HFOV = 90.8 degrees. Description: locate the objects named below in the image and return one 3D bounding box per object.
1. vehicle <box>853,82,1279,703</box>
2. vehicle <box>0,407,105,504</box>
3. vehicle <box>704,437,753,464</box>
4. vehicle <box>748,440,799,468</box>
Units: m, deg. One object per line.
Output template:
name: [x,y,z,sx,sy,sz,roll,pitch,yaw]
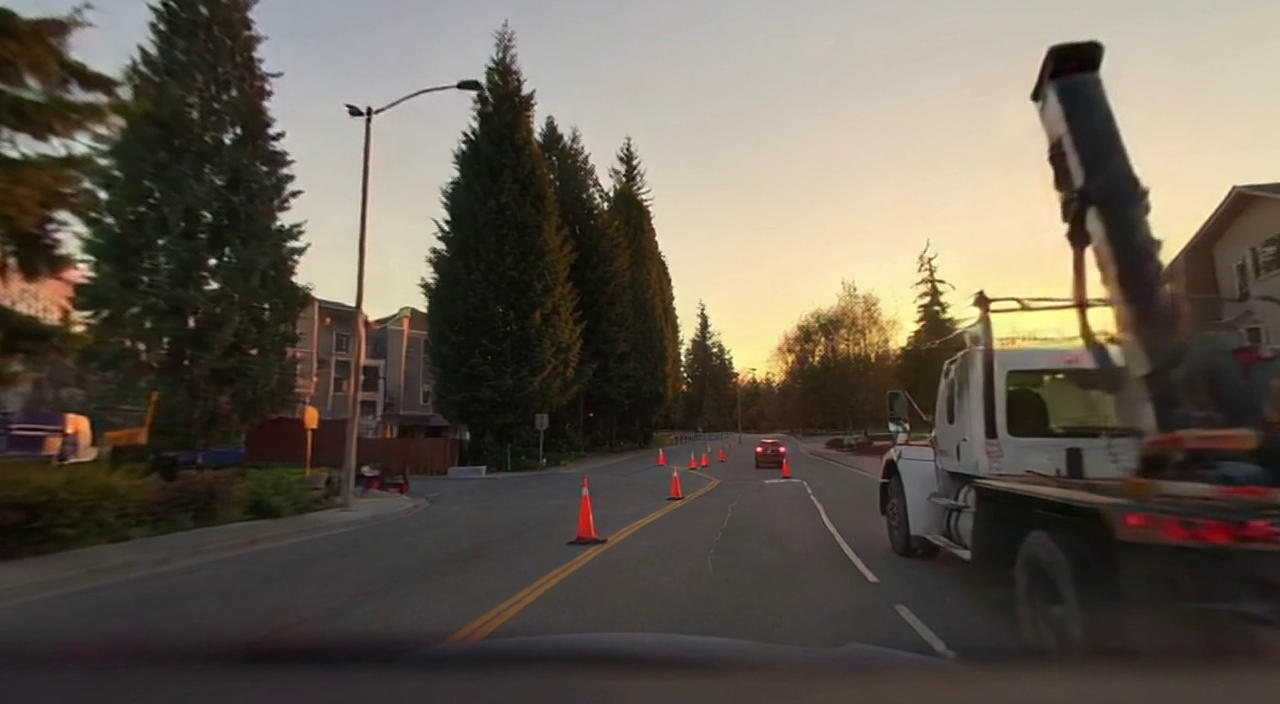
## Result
vehicle: [3.852,0.777,4.922,3.098,2.601,6.758,-1,-6,10]
vehicle: [-16.581,2.752,17.040,2.665,2.465,1.532,3,-8,-18]
vehicle: [6.395,7.248,46.388,1.997,1.853,4.654,2,-9,-13]
vehicle: [8.042,6.171,38.372,1.716,1.583,3.770,2,-9,-9]
